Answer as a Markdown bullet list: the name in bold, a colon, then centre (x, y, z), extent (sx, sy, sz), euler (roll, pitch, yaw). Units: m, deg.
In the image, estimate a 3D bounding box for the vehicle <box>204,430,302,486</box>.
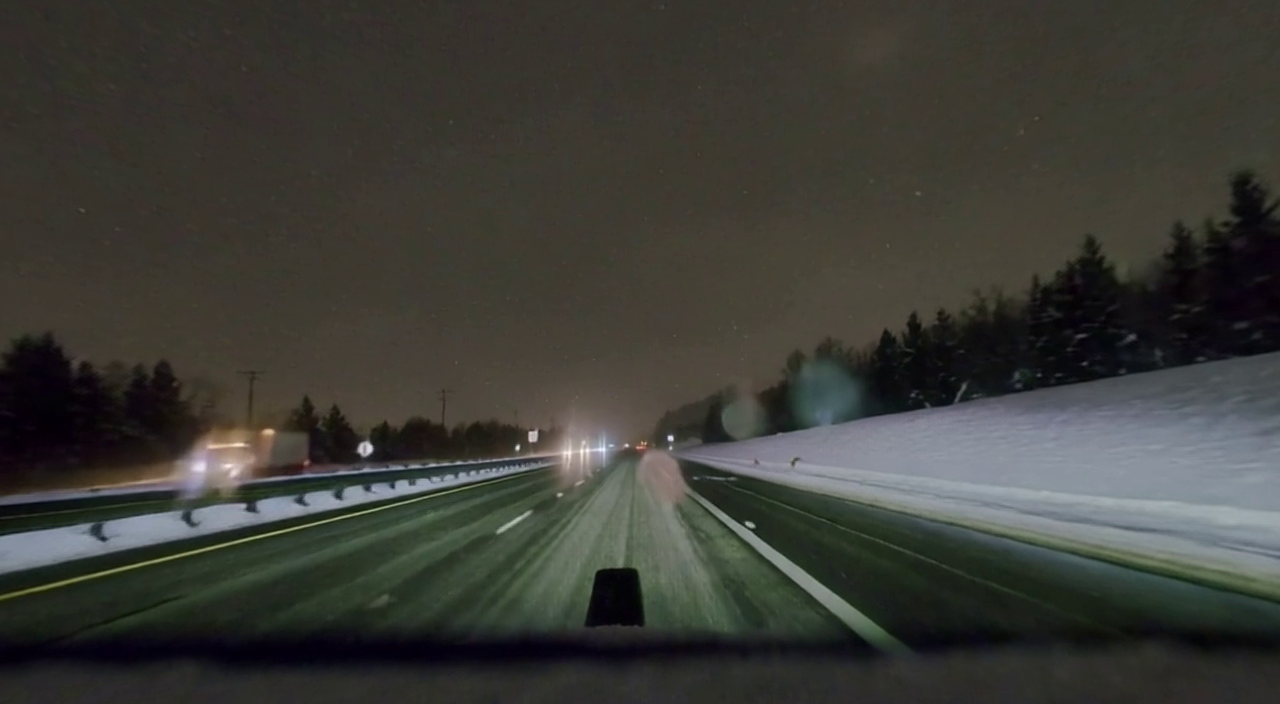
- **vehicle**: centre (-25.628, 7.066, 42.017), extent (2.844, 3.341, 7.695), euler (1, -9, -11)
